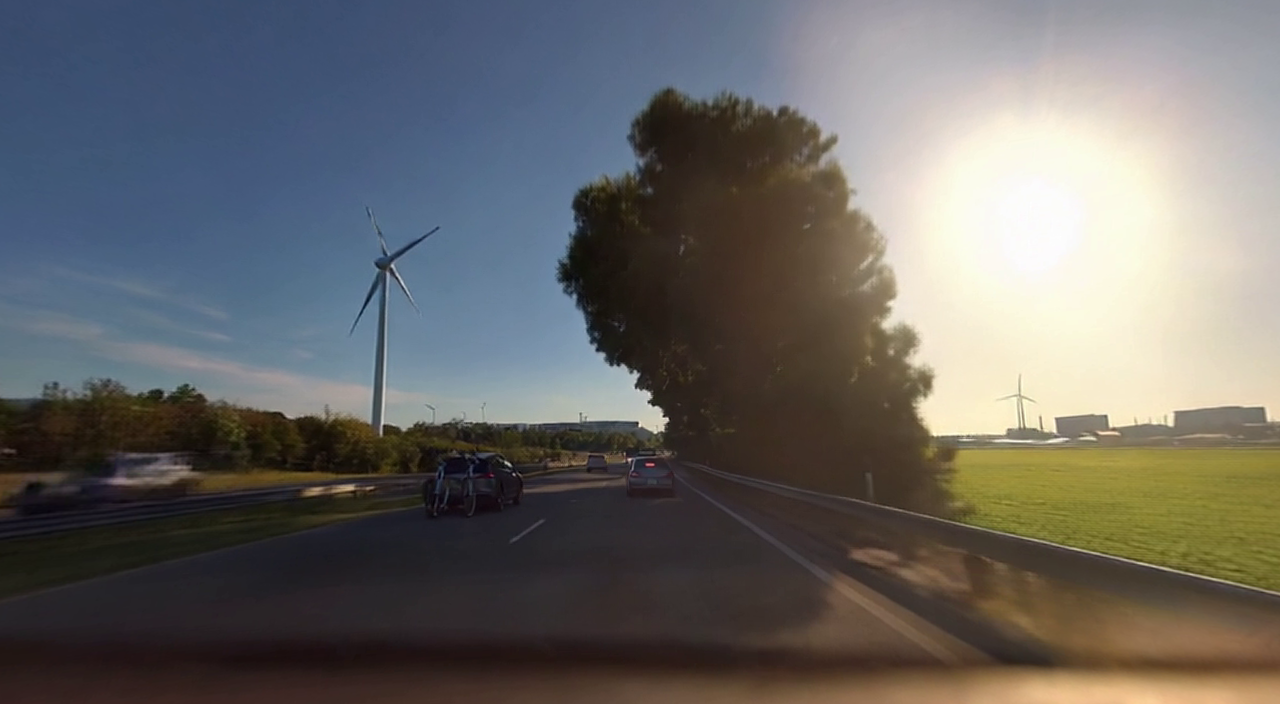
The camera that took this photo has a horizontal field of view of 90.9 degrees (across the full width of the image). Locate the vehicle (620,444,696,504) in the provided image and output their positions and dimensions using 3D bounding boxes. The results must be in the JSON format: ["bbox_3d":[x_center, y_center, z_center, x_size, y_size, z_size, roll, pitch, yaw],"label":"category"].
[{"bbox_3d":[0.469,3.636,19.162,2.063,1.582,3.955,0,-9,0],"label":"vehicle"}]

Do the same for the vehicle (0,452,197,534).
[{"bbox_3d":[-12.582,2.987,13.993,1.986,1.460,4.765,-1,-9,1],"label":"vehicle"}]

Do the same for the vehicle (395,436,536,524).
[{"bbox_3d":[-3.731,2.807,14.324,1.962,1.681,4.033,-1,-9,1],"label":"vehicle"}]
